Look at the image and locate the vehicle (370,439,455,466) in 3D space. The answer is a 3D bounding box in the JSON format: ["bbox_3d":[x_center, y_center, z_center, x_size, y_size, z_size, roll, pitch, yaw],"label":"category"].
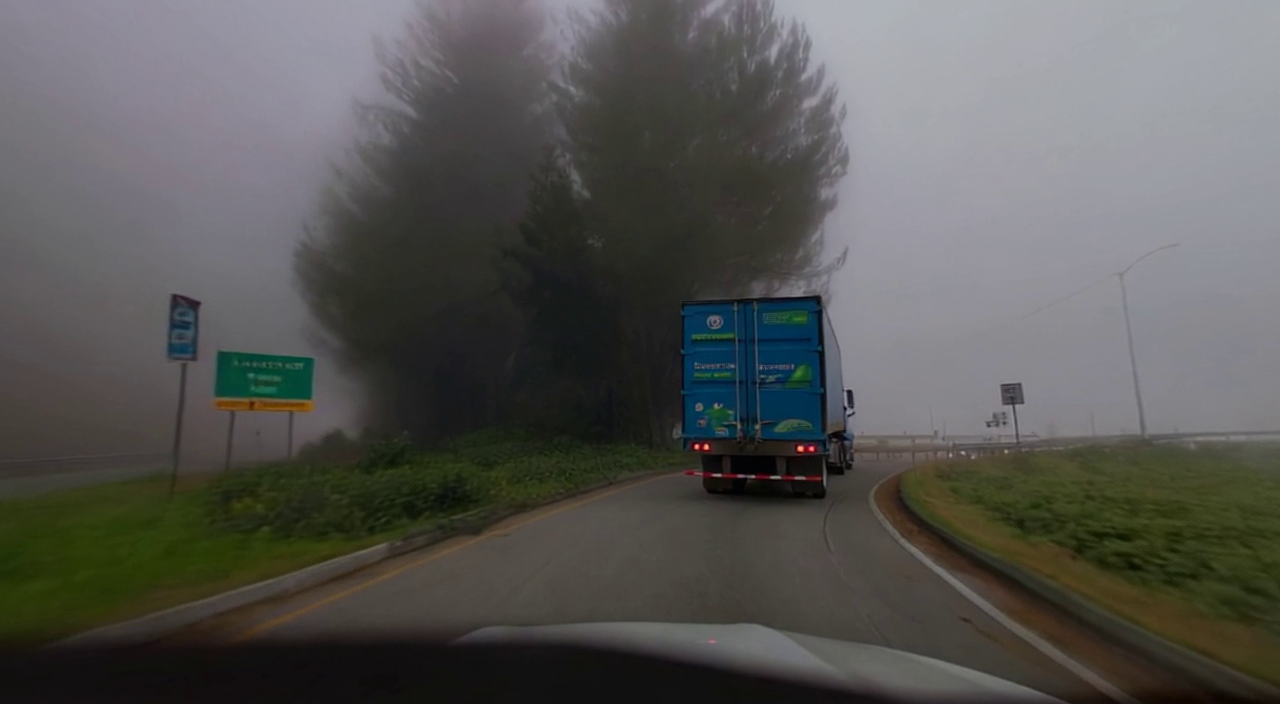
[{"bbox_3d":[-13.078,5.763,36.250,4.350,1.410,1.726,3,-9,-28],"label":"vehicle"}]

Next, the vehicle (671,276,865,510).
[{"bbox_3d":[3.543,1.256,14.649,2.937,3.647,9.344,-4,-8,20],"label":"vehicle"}]

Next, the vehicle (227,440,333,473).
[{"bbox_3d":[-18.702,5.396,32.769,4.578,1.573,1.806,5,-10,-35],"label":"vehicle"}]
